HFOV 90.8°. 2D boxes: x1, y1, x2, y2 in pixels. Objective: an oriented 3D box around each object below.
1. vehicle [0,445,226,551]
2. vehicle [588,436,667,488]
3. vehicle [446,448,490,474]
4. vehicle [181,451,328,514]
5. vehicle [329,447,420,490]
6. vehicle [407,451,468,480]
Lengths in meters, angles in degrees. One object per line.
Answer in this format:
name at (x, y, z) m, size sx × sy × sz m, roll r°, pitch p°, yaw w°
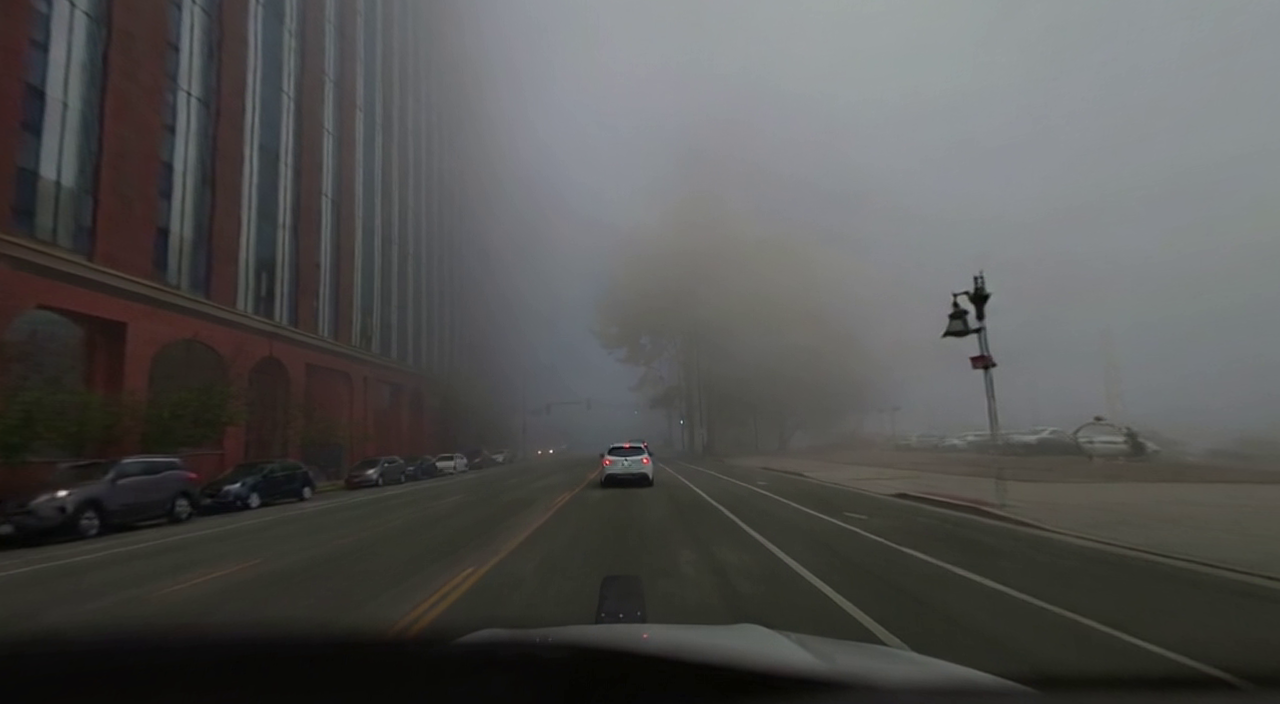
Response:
vehicle at (-11.968, 3.112, 14.308) m, size 2.114 × 1.938 × 4.590 m, roll -1°, pitch -8°, yaw -2°
vehicle at (-0.370, 3.482, 20.389) m, size 2.269 × 1.479 × 3.980 m, roll 0°, pitch -8°, yaw 0°
vehicle at (-12.089, 7.653, 44.672) m, size 1.976 × 1.577 × 4.091 m, roll -4°, pitch -8°, yaw -1°
vehicle at (-11.887, 3.996, 19.902) m, size 1.881 × 1.686 × 4.451 m, roll 0°, pitch -8°, yaw -1°
vehicle at (-11.960, 5.263, 28.907) m, size 2.077 × 1.732 × 4.704 m, roll -1°, pitch -8°, yaw 0°
vehicle at (-11.766, 6.578, 37.063) m, size 1.991 × 1.507 × 4.879 m, roll 0°, pitch -8°, yaw 0°
